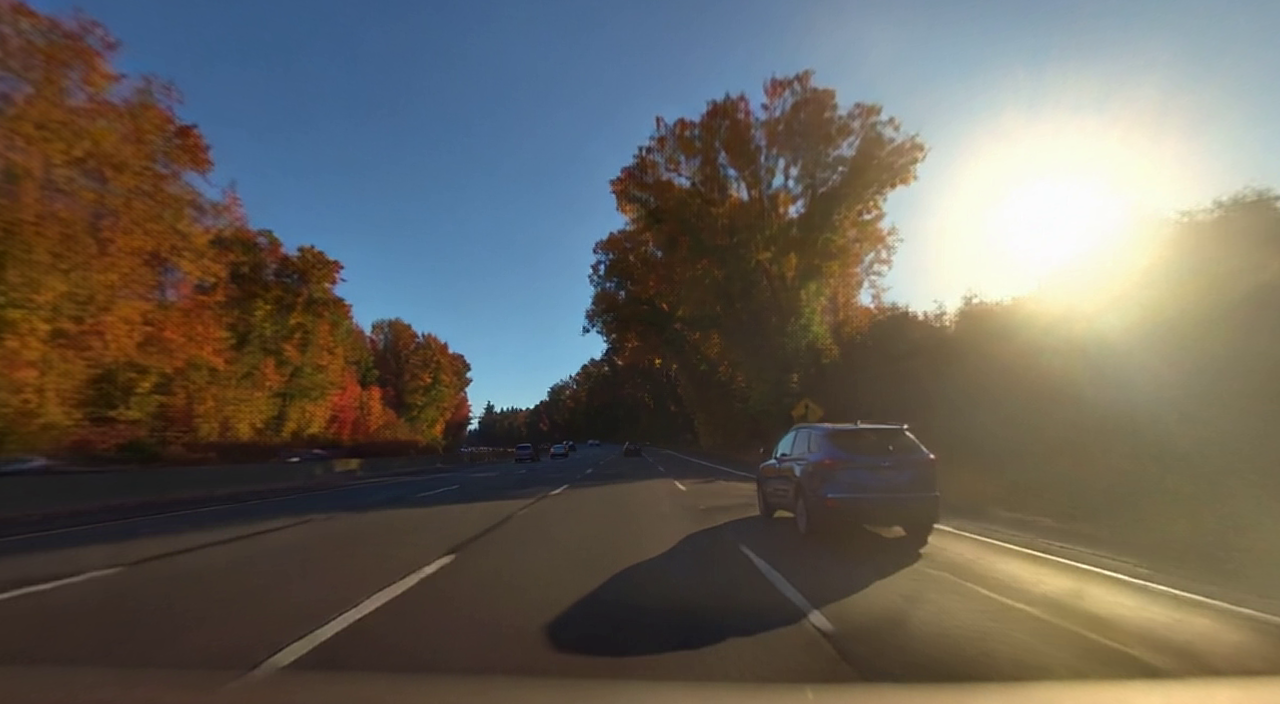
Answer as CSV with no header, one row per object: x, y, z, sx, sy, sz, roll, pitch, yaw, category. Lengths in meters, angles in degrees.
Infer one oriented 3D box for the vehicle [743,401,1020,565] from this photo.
2.905,1.689,8.824,2.120,1.706,4.226,0,-8,-1,vehicle

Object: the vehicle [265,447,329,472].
-21.803,6.831,40.234,1.783,1.459,4.065,0,-8,0,vehicle
